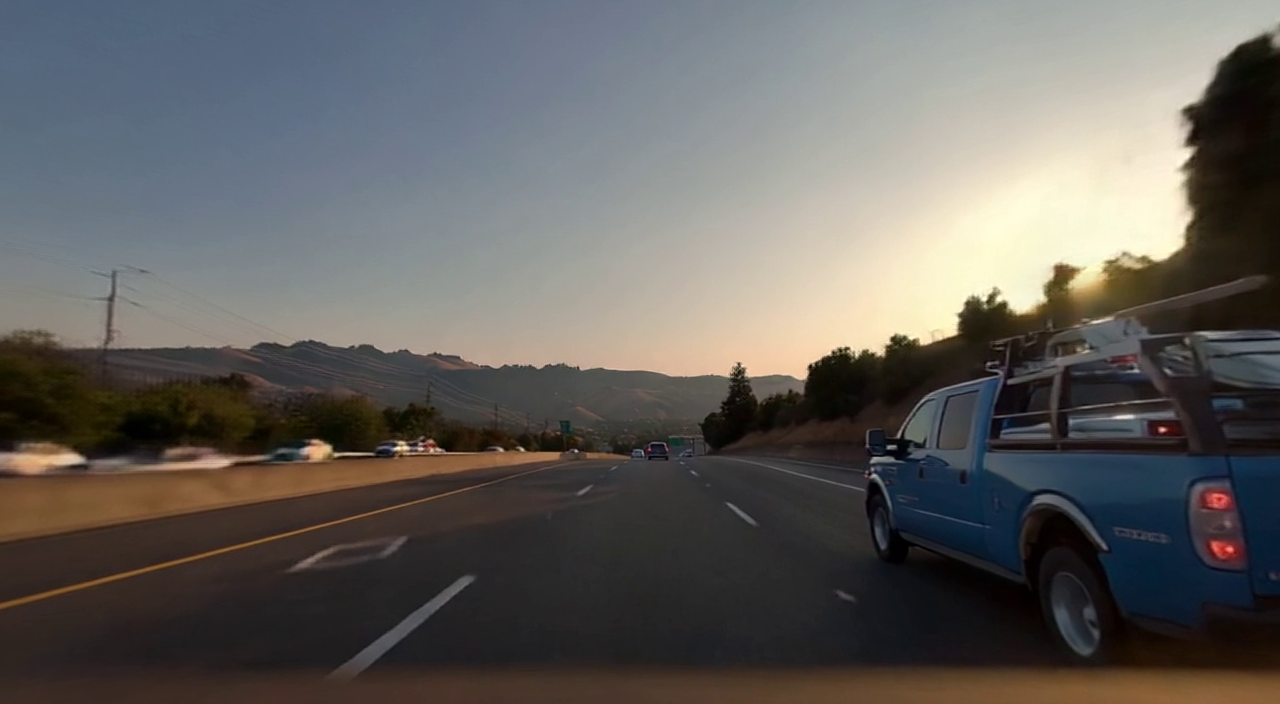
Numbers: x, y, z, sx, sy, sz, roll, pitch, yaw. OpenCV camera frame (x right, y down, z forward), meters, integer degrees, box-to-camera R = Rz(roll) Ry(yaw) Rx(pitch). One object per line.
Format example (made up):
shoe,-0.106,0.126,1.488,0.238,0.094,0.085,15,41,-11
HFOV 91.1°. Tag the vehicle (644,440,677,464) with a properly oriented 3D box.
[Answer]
vehicle,1.325,6.726,42.298,2.034,1.549,4.147,0,-9,0

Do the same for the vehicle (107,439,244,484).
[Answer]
vehicle,-18.169,4.283,24.883,1.982,1.612,4.409,-1,-9,2

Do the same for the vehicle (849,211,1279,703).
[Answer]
vehicle,3.833,0.830,4.346,2.538,2.228,6.370,0,-9,0

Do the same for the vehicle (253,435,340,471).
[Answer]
vehicle,-21.317,6.287,39.315,2.223,2.067,5.374,-1,-9,2
